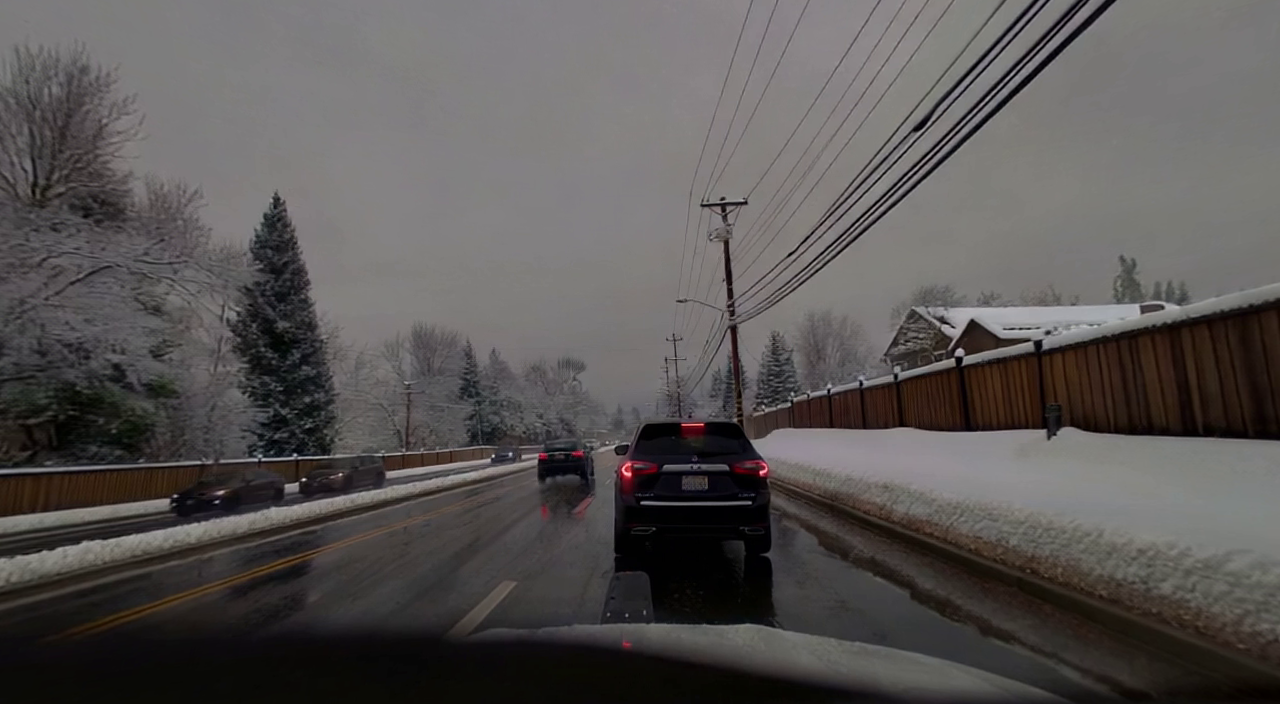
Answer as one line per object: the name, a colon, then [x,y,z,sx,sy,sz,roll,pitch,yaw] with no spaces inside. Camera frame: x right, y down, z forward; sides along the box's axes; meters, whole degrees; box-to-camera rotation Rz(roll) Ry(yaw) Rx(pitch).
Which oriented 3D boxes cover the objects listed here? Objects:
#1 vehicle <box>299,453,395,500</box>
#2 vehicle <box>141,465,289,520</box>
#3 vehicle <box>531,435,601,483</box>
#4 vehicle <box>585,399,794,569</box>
vehicle: [-11.559,4.898,25.176,1.893,1.662,3.966,0,-9,0]
vehicle: [-14.806,4.884,22.351,2.024,1.467,4.584,-3,-9,1]
vehicle: [-2.710,4.058,24.150,2.037,1.639,4.213,0,-9,2]
vehicle: [0.491,1.680,8.683,2.174,1.749,4.113,0,-9,-1]
